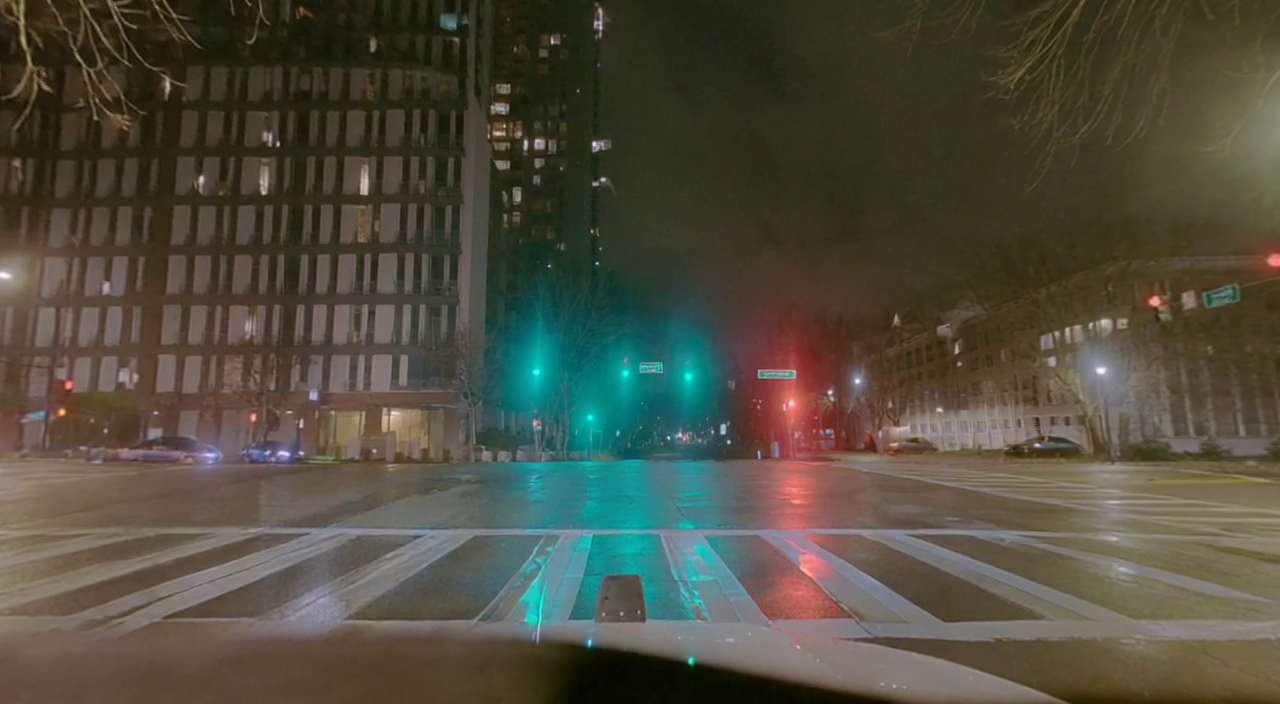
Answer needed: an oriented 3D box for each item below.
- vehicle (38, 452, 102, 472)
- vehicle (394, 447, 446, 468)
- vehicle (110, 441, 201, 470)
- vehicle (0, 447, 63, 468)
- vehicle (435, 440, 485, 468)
[{"bbox_3d":[-41.594,8.015,46.202,1.552,1.339,3.340,-2,-9,0],"label":"vehicle"},{"bbox_3d":[-15.521,7.445,44.798,2.056,1.450,4.343,0,-8,0],"label":"vehicle"},{"bbox_3d":[-34.909,7.425,45.735,2.204,1.955,5.518,0,-8,0],"label":"vehicle"},{"bbox_3d":[-45.258,7.765,46.593,1.858,1.467,3.624,0,-8,0],"label":"vehicle"},{"bbox_3d":[-11.964,6.800,42.314,2.080,1.763,4.341,0,-8,0],"label":"vehicle"}]
